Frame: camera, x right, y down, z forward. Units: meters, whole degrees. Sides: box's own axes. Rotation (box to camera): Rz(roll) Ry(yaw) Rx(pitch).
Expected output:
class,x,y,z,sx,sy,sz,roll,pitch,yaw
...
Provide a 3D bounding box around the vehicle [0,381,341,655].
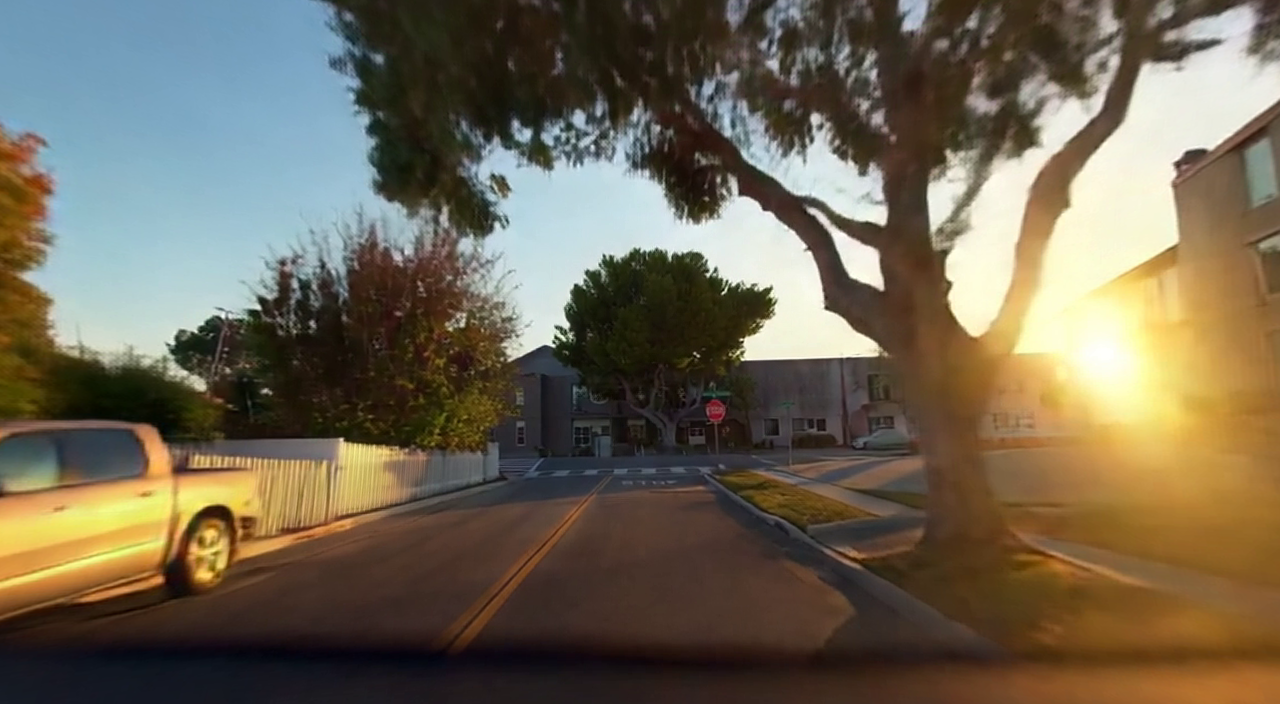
class,x,y,z,sx,sy,sz,roll,pitch,yaw
vehicle,-5.563,1.374,5.898,2.308,1.899,6.107,-1,-8,3
